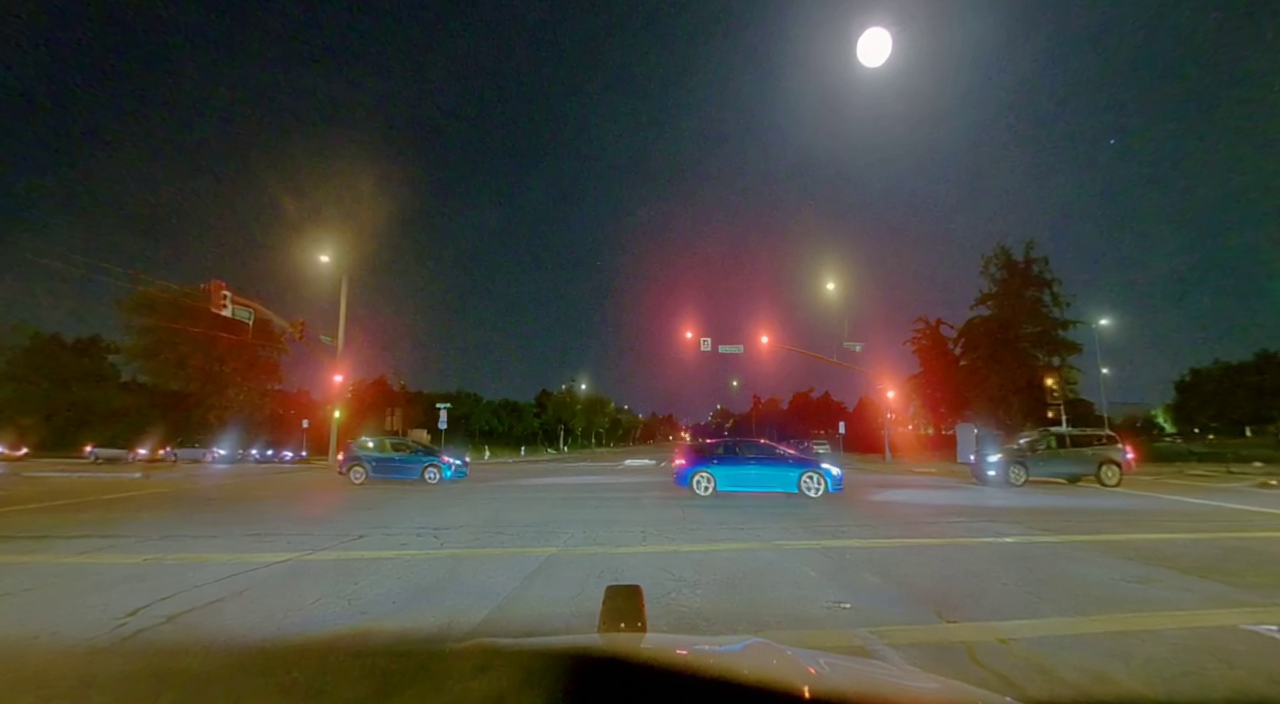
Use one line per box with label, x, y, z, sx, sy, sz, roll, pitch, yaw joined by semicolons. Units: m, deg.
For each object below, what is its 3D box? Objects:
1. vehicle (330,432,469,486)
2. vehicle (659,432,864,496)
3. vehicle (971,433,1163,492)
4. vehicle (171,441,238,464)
vehicle;-8.333;3.747;22.234;4.346;1.753;1.994;2;-9;-15
vehicle;3.017;2.917;16.529;5.000;1.559;1.960;0;-8;1
vehicle;13.596;3.532;20.270;4.580;1.768;2.134;0;-8;1
vehicle;-29.107;6.695;42.053;1.696;1.431;3.686;0;-8;3
